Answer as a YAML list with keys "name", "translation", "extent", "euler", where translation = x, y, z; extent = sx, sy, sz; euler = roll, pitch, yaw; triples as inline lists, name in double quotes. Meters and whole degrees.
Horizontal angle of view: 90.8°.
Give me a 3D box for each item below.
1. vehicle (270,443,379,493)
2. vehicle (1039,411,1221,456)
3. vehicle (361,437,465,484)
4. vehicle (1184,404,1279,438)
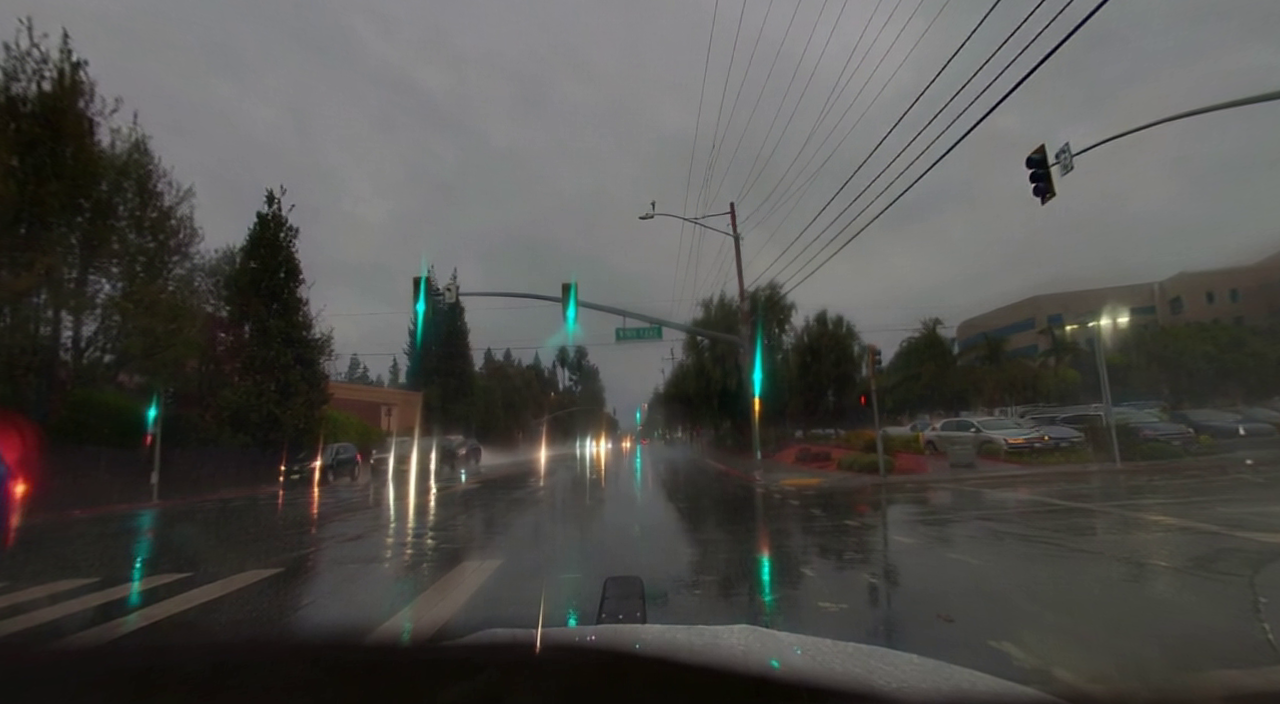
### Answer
- name: "vehicle"
  translation: [-13.790, 5.066, 28.052]
  extent: [2.306, 1.957, 4.968]
  euler: [0, -9, -1]
- name: "vehicle"
  translation: [16.923, 2.908, 22.128]
  extent: [4.560, 1.453, 1.851]
  euler: [-3, -9, 18]
- name: "vehicle"
  translation: [-10.172, 4.923, 28.971]
  extent: [2.664, 1.940, 5.702]
  euler: [0, -9, 0]
- name: "vehicle"
  translation: [34.789, 4.019, 36.651]
  extent: [4.326, 1.511, 1.725]
  euler: [-8, -9, 17]
